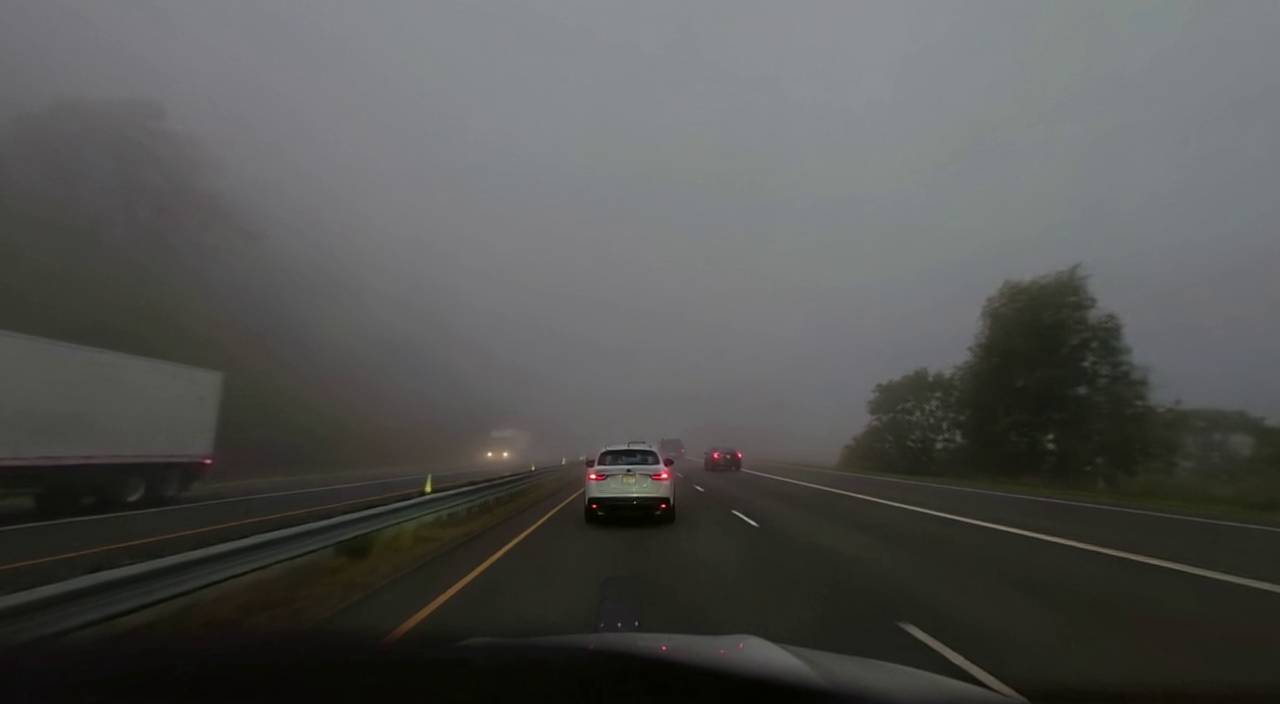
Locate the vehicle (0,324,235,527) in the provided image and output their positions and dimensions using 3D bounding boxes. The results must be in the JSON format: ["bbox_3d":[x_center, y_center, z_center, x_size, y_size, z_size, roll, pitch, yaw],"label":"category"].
[{"bbox_3d":[-13.663,1.476,12.438,2.747,3.857,13.057,0,-9,-1],"label":"vehicle"}]

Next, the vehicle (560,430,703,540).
[{"bbox_3d":[-0.156,2.229,11.106,2.088,1.580,3.657,0,-9,-1],"label":"vehicle"}]

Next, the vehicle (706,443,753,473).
[{"bbox_3d":[4.787,5.763,34.304,1.931,1.516,3.995,0,-9,0],"label":"vehicle"}]
